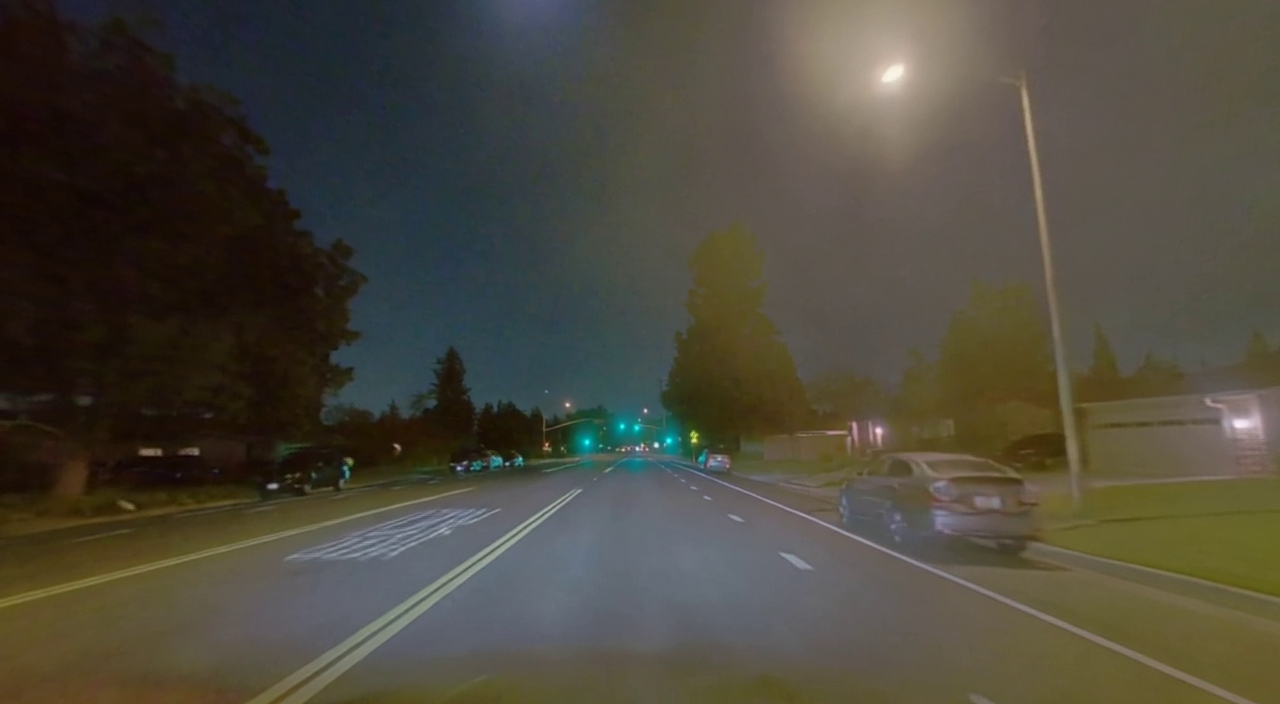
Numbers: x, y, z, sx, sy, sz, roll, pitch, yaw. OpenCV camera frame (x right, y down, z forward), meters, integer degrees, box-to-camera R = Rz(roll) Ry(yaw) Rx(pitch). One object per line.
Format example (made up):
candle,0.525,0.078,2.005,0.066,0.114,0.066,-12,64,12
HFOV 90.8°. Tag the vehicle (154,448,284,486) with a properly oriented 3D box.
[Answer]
vehicle,-20.337,5.555,30.750,4.744,1.752,2.008,1,-9,-7

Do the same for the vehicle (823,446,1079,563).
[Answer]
vehicle,4.582,2.269,10.208,1.970,1.455,4.233,0,-9,0

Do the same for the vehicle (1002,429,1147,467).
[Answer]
vehicle,17.536,3.912,25.664,4.434,1.460,1.800,-1,-9,3

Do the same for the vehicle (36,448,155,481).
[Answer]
vehicle,-26.587,5.496,30.959,4.073,1.502,1.822,0,-9,-2

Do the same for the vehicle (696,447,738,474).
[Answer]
vehicle,4.583,6.551,38.383,1.925,1.482,4.746,0,-9,0

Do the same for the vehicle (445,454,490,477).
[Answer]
vehicle,-12.445,8.181,45.888,1.940,1.452,4.485,-3,-9,1

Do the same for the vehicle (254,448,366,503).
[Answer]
vehicle,-12.756,4.743,24.805,2.049,1.782,4.460,-4,-8,0
